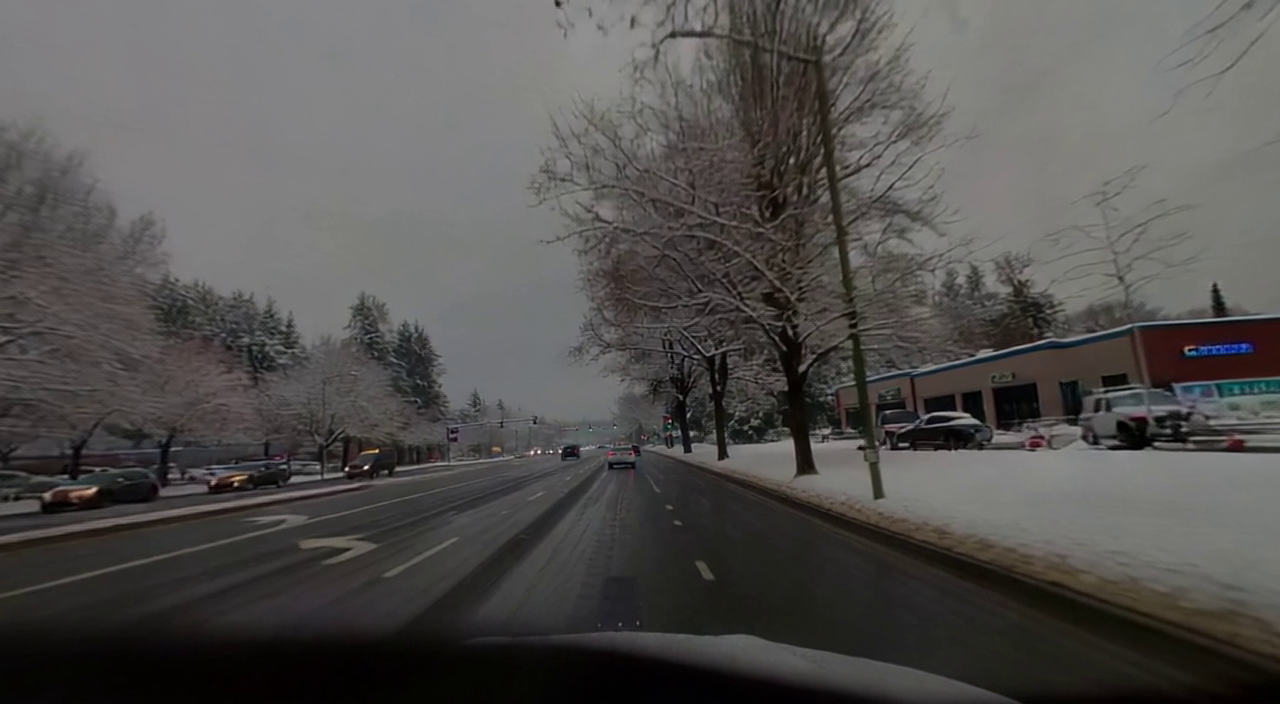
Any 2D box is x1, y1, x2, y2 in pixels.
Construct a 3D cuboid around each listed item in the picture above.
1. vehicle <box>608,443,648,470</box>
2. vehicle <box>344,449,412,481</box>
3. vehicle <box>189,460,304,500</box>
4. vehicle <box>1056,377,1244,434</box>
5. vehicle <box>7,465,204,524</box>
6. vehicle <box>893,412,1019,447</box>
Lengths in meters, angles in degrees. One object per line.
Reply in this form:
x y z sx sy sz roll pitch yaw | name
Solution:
-0.653 6.150 37.462 2.235 1.500 4.420 0 -8 0 | vehicle
-16.780 7.237 40.750 2.342 1.868 4.758 0 -8 0 | vehicle
-17.006 5.518 27.660 1.985 1.471 4.797 0 -8 0 | vehicle
15.133 1.668 18.881 3.956 1.504 2.170 2 -9 -9 | vehicle
-16.479 4.369 19.904 2.058 1.459 4.704 0 -8 1 | vehicle
13.188 3.275 26.579 4.144 1.407 2.201 0 -8 -1 | vehicle
